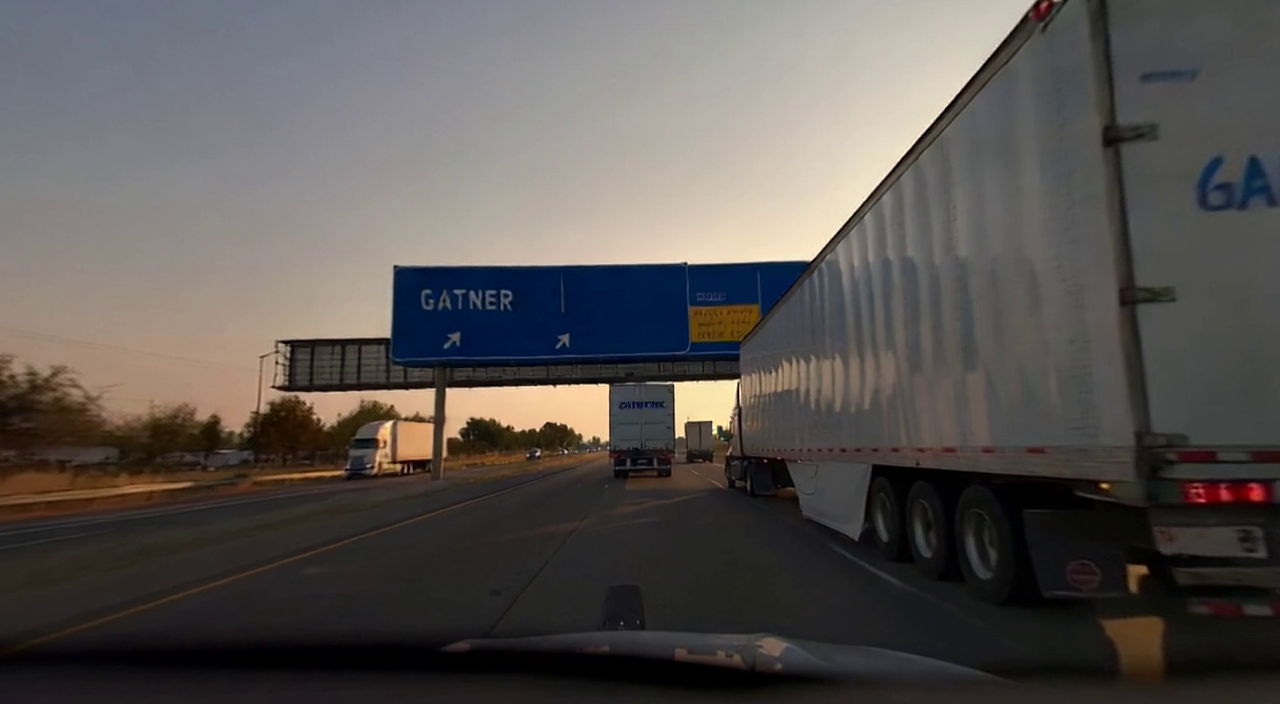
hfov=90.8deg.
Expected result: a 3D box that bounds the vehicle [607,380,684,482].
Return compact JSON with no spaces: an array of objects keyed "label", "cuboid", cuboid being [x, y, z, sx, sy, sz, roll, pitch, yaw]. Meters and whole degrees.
[{"label":"vehicle","cuboid":[0.195,3.692,28.534,2.864,3.805,9.709,0,-9,0]}]

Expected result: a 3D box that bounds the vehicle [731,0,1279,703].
[{"label":"vehicle","cuboid":[4.162,0.782,10.311,3.044,4.128,14.482,0,-9,-1]}]
